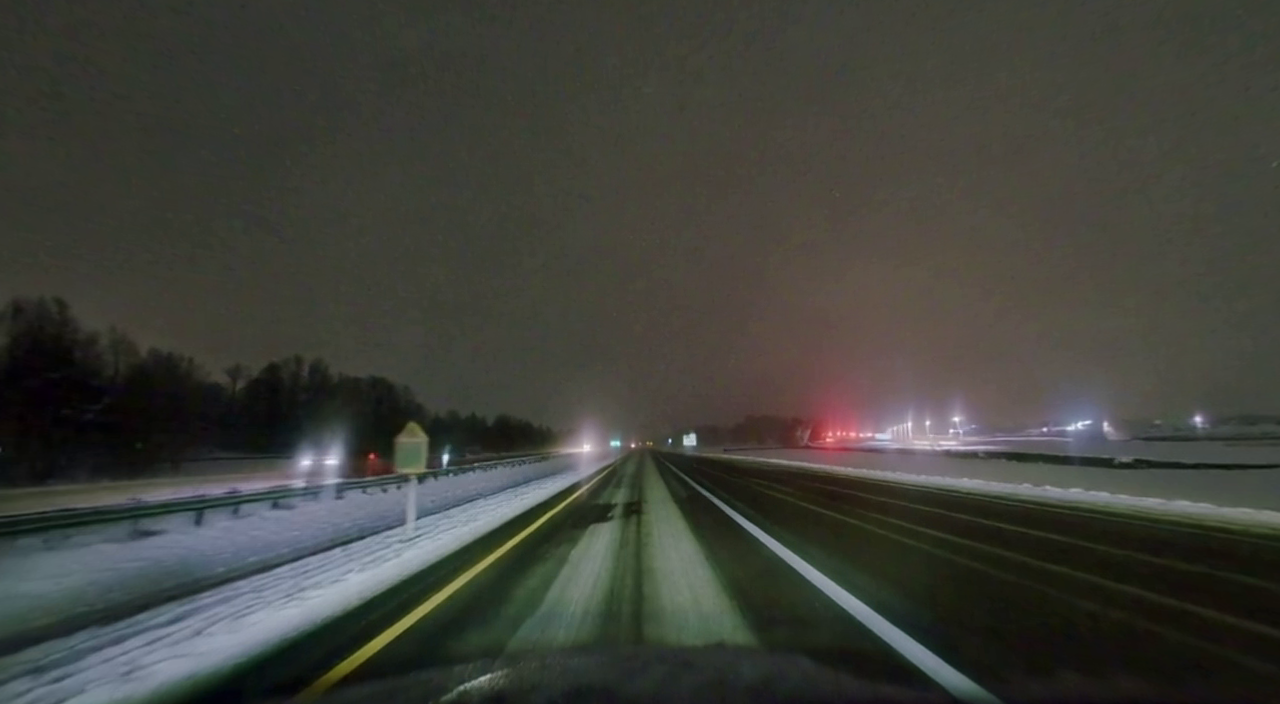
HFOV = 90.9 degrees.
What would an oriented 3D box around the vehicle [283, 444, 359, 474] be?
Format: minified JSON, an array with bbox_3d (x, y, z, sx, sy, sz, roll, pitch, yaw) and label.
[{"bbox_3d":[-17.734,5.960,35.354,1.912,1.591,4.331,0,-9,1],"label":"vehicle"}]
